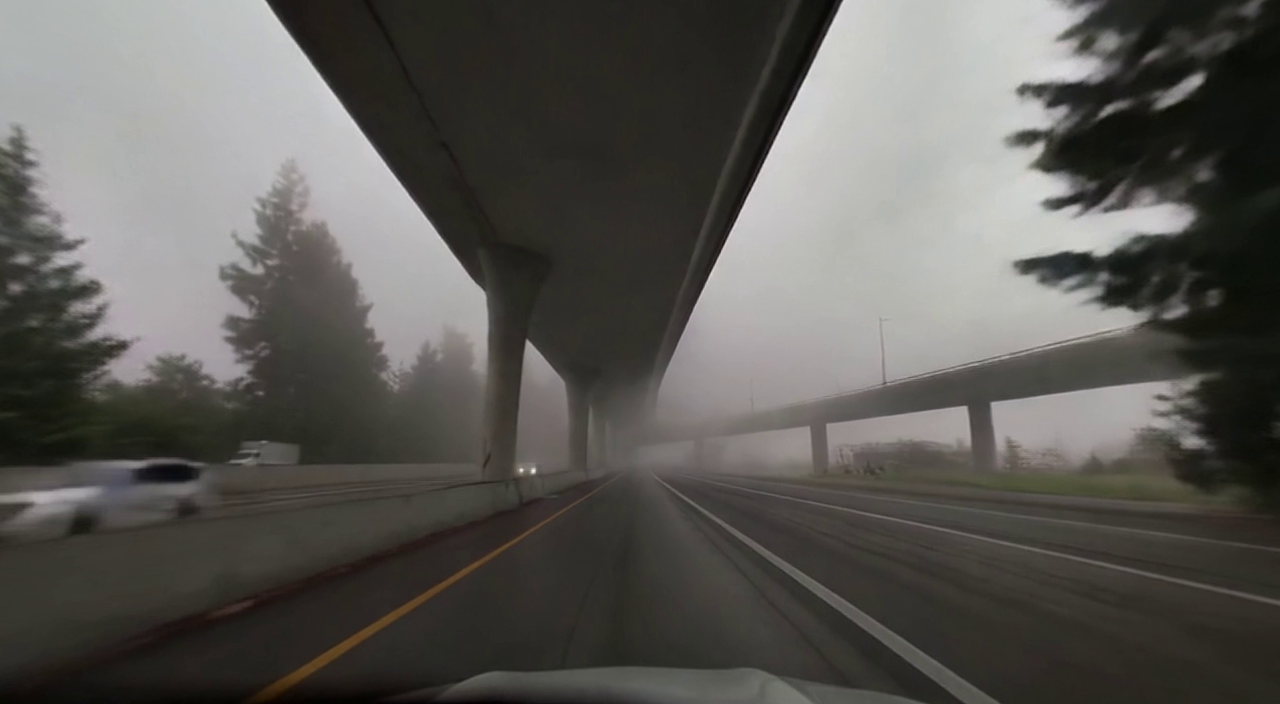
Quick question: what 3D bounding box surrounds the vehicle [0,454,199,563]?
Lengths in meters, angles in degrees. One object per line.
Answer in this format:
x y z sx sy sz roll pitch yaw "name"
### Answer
-9.265 2.360 10.007 1.772 1.400 3.693 1 -10 0 "vehicle"
